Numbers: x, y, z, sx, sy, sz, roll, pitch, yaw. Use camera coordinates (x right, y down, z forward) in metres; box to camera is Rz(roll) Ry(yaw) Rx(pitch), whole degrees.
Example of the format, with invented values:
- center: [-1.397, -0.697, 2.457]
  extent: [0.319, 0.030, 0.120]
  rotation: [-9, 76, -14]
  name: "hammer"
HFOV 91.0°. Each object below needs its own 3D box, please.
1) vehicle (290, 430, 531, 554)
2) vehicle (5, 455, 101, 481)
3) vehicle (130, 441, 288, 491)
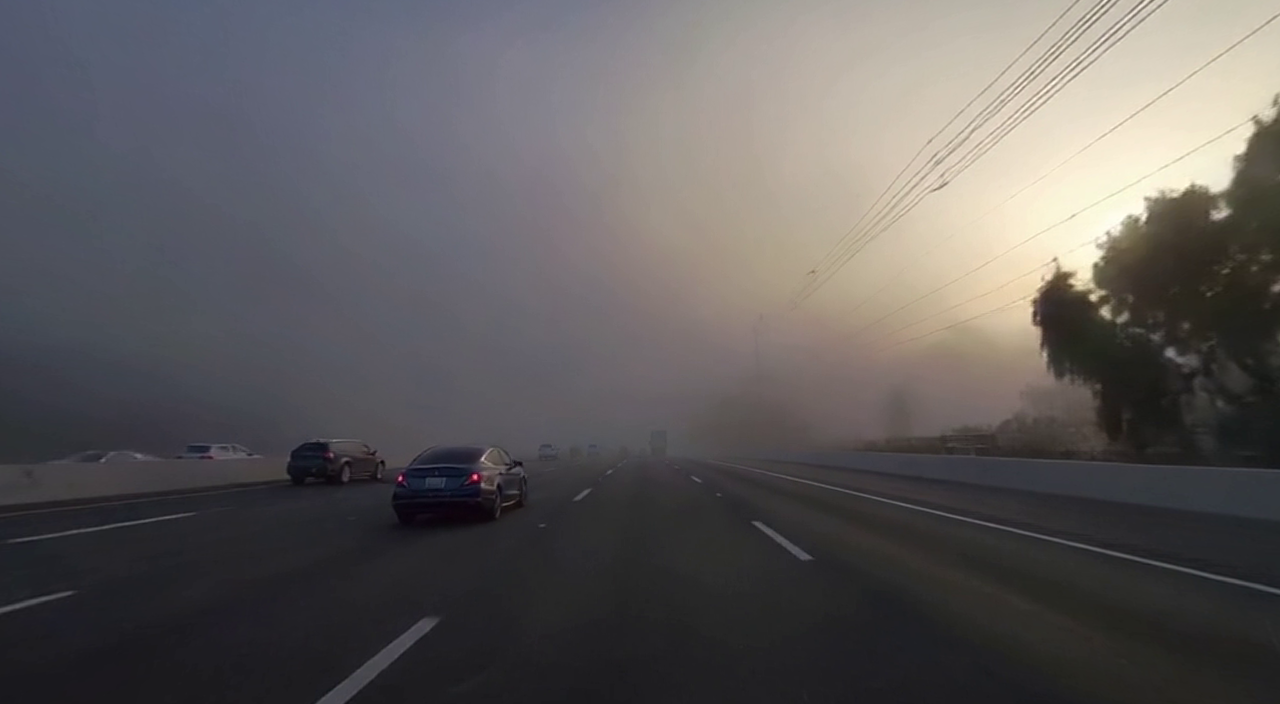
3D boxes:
- center: [-3.320, 2.137, 10.455]
  extent: [2.045, 1.532, 4.954]
  rotation: [0, -9, 1]
  name: "vehicle"
- center: [-38.612, 7.615, 41.574]
  extent: [1.853, 1.560, 4.602]
  rotation: [0, -9, 1]
  name: "vehicle"
- center: [-14.577, 3.856, 21.746]
  extent: [2.039, 1.516, 4.780]
  rotation: [0, -9, 1]
  name: "vehicle"
